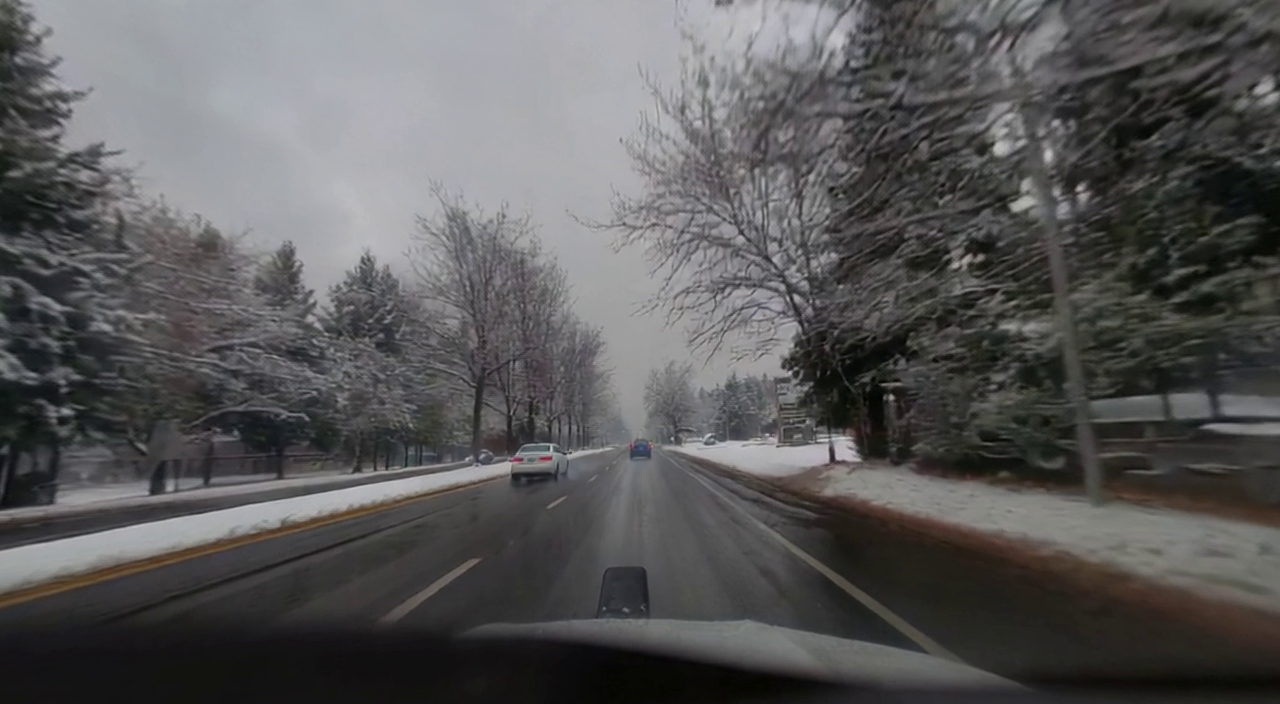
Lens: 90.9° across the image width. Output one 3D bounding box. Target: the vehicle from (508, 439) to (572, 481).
[{"bbox_3d":[-4.154,4.545,26.856,1.914,1.630,4.351,0,-8,1],"label":"vehicle"}]
